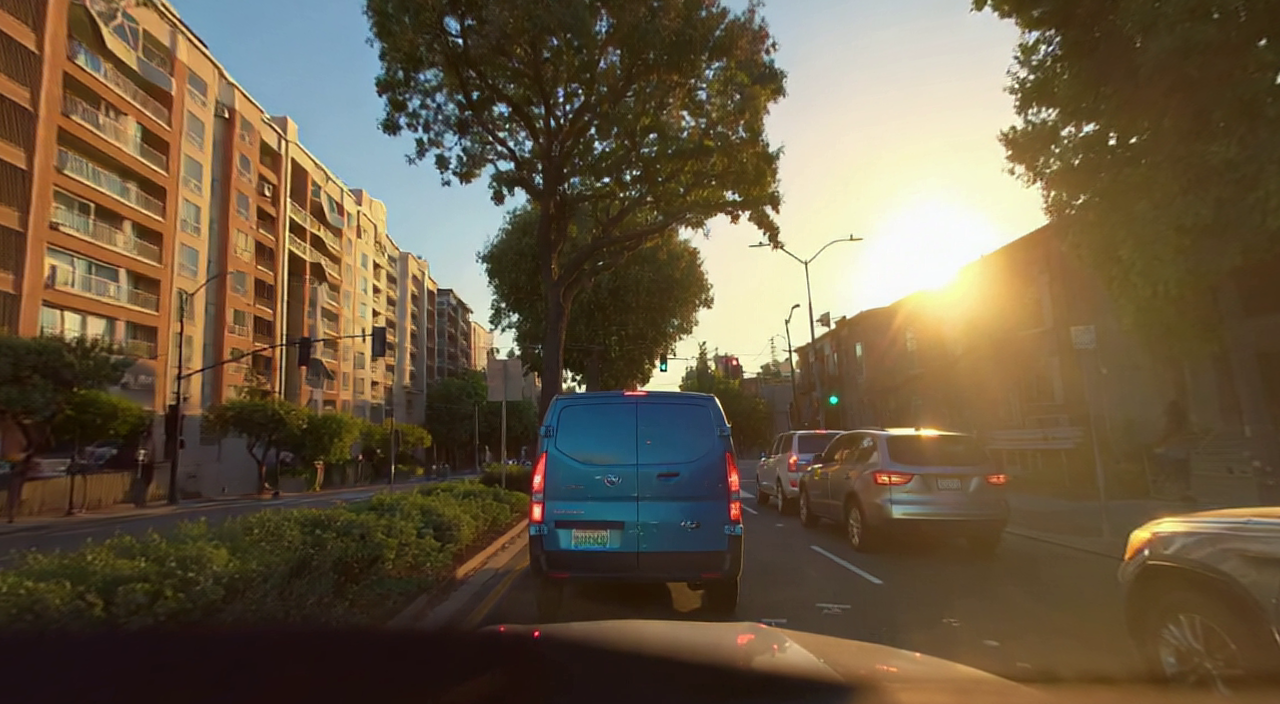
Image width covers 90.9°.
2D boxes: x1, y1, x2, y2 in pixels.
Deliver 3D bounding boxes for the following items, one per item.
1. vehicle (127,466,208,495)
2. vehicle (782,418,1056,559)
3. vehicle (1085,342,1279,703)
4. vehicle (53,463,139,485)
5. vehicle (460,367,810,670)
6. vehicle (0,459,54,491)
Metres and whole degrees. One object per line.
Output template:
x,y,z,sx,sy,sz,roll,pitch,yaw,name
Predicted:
-33.281,9.056,44.509,4.292,1.492,1.772,-6,-14,-1,vehicle
3.917,2.009,10.044,2.061,1.676,4.734,0,-9,-2,vehicle
3.809,0.692,1.730,2.157,1.748,4.130,0,-9,1,vehicle
-38.460,8.628,44.621,4.396,1.458,1.809,-1,-9,2,vehicle
-0.032,1.324,6.032,2.101,1.828,4.270,0,-9,0,vehicle
-35.470,6.828,35.122,3.843,1.680,1.782,-1,-9,4,vehicle
